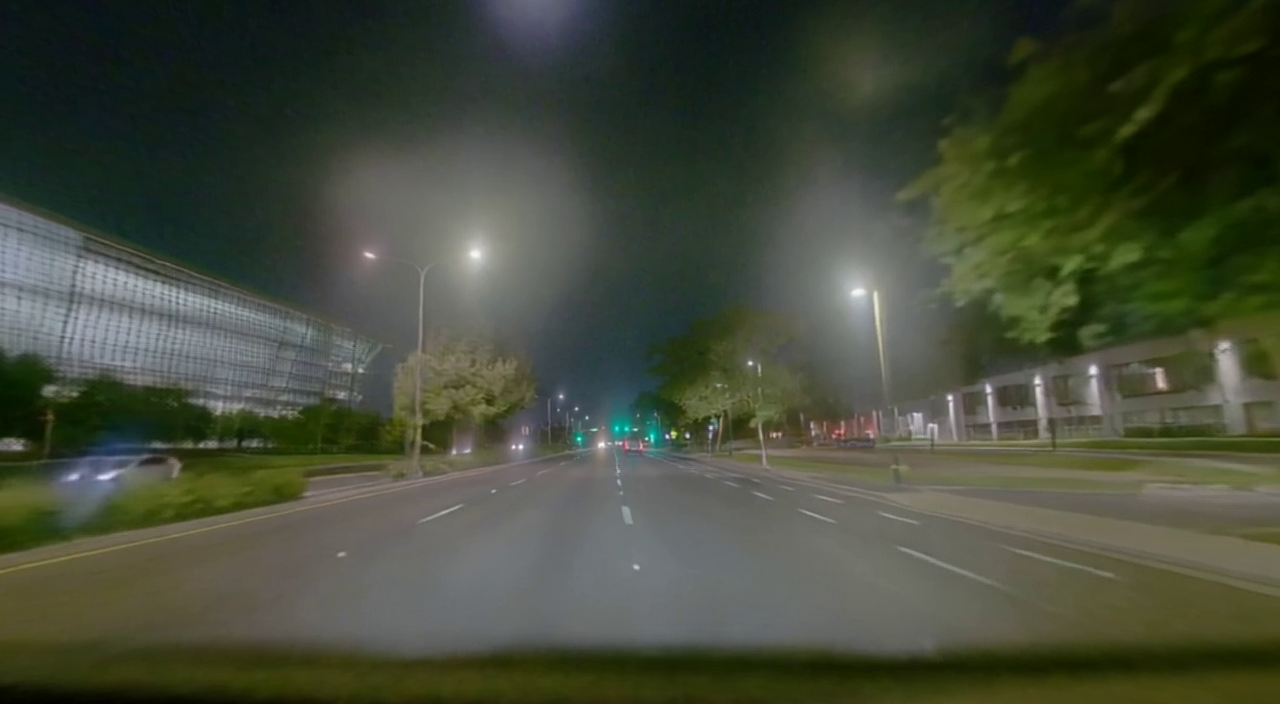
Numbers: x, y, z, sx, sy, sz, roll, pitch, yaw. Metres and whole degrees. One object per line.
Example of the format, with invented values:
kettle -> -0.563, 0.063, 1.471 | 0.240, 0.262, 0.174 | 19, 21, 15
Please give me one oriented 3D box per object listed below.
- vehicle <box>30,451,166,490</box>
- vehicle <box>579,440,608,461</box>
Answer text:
vehicle -> -23.573, 5.133, 27.792 | 1.862, 1.489, 4.780 | 0, -8, -2
vehicle -> -3.480, 7.439, 47.831 | 2.080, 1.445, 4.096 | 0, -8, -3
